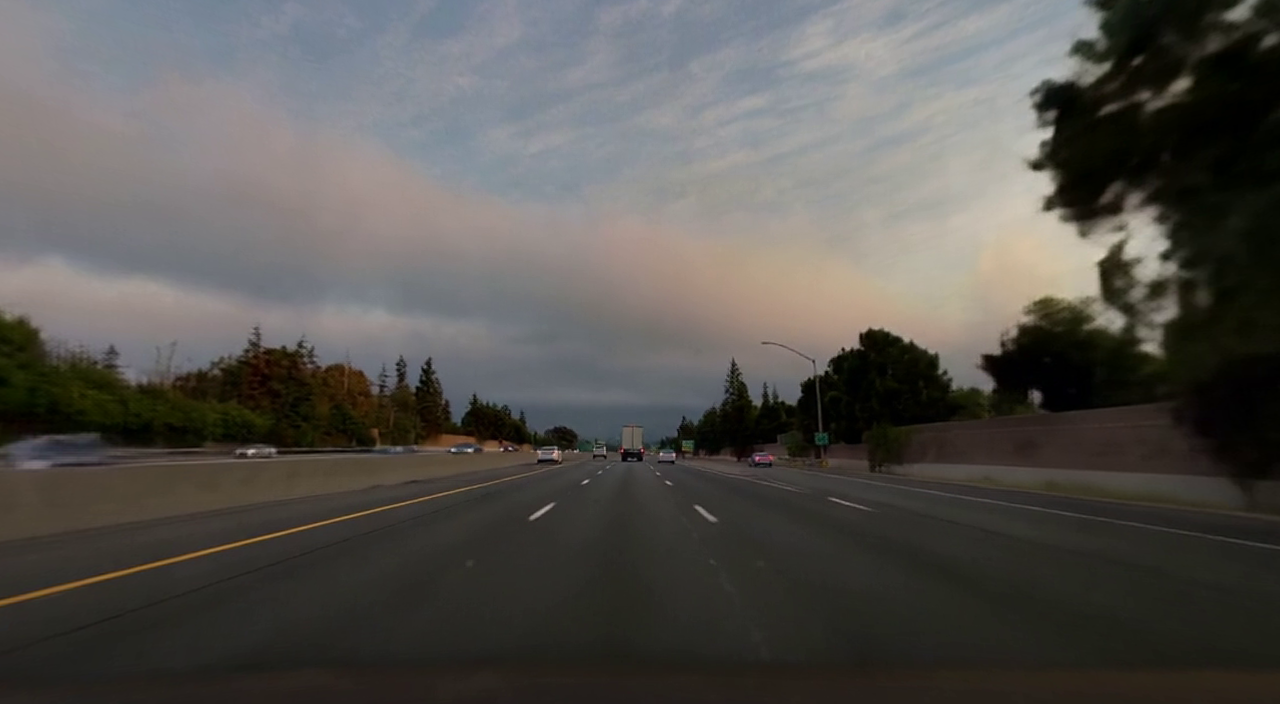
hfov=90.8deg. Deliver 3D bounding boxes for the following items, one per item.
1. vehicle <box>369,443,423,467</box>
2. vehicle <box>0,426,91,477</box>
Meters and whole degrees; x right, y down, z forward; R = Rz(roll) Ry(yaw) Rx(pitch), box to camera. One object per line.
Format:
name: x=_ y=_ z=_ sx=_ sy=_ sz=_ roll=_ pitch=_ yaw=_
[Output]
vehicle: x=-15.768 y=6.682 z=41.069 sx=1.877 sy=1.467 sz=4.044 roll=0 pitch=-9 yaw=0
vehicle: x=-22.798 y=3.557 z=22.567 sx=1.982 sy=1.703 sz=4.855 roll=0 pitch=-9 yaw=0
